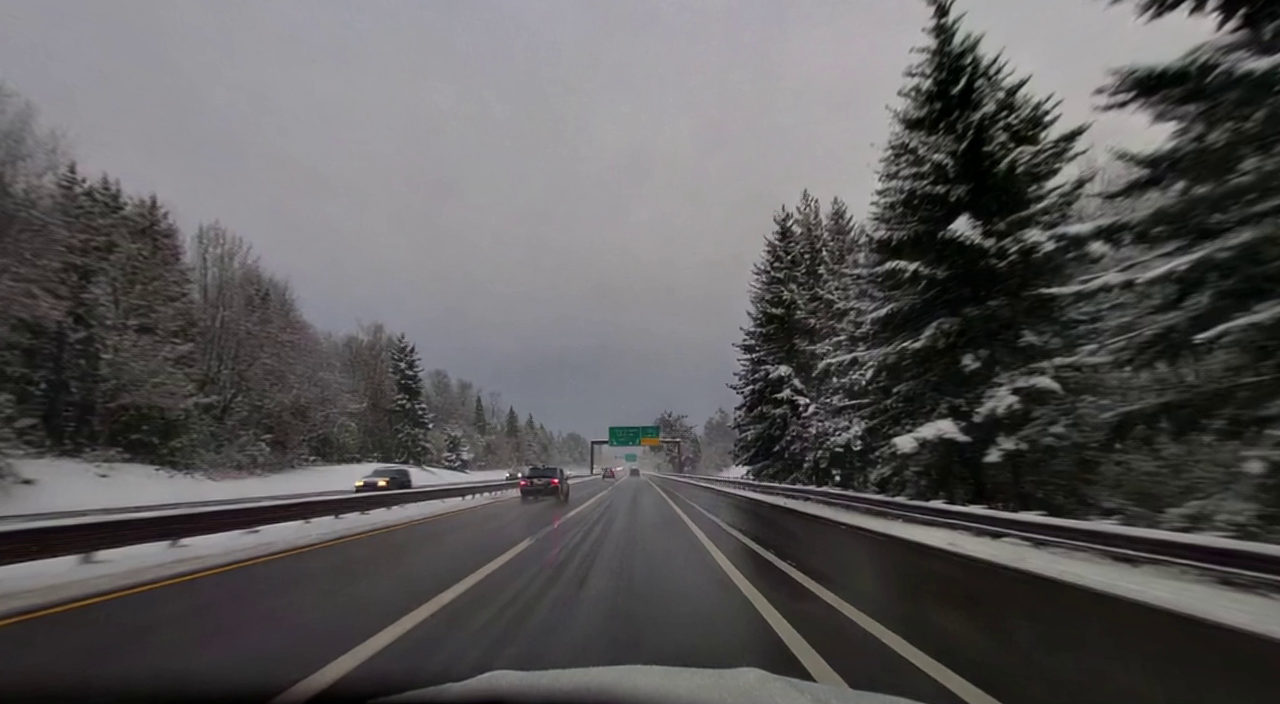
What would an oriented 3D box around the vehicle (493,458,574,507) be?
[{"bbox_3d":[-3.986,5.015,24.449,2.239,1.687,4.598,1,-11,1],"label":"vehicle"}]
